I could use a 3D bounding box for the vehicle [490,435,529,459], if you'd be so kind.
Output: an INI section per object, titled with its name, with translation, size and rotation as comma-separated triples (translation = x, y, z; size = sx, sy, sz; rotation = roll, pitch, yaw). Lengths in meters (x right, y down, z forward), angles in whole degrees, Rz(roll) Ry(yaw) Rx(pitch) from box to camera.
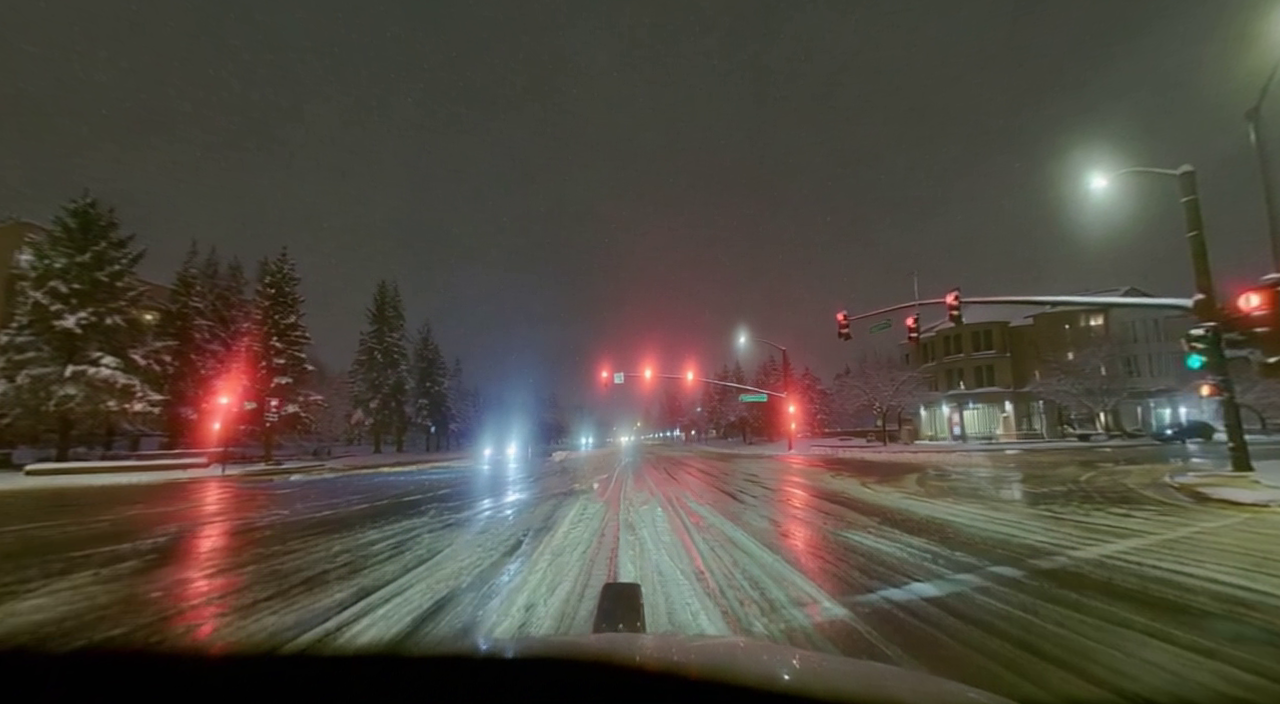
[vehicle]
translation = -9.710, 7.087, 47.213
size = 1.988, 1.692, 4.412
rotation = 0, -8, 0
